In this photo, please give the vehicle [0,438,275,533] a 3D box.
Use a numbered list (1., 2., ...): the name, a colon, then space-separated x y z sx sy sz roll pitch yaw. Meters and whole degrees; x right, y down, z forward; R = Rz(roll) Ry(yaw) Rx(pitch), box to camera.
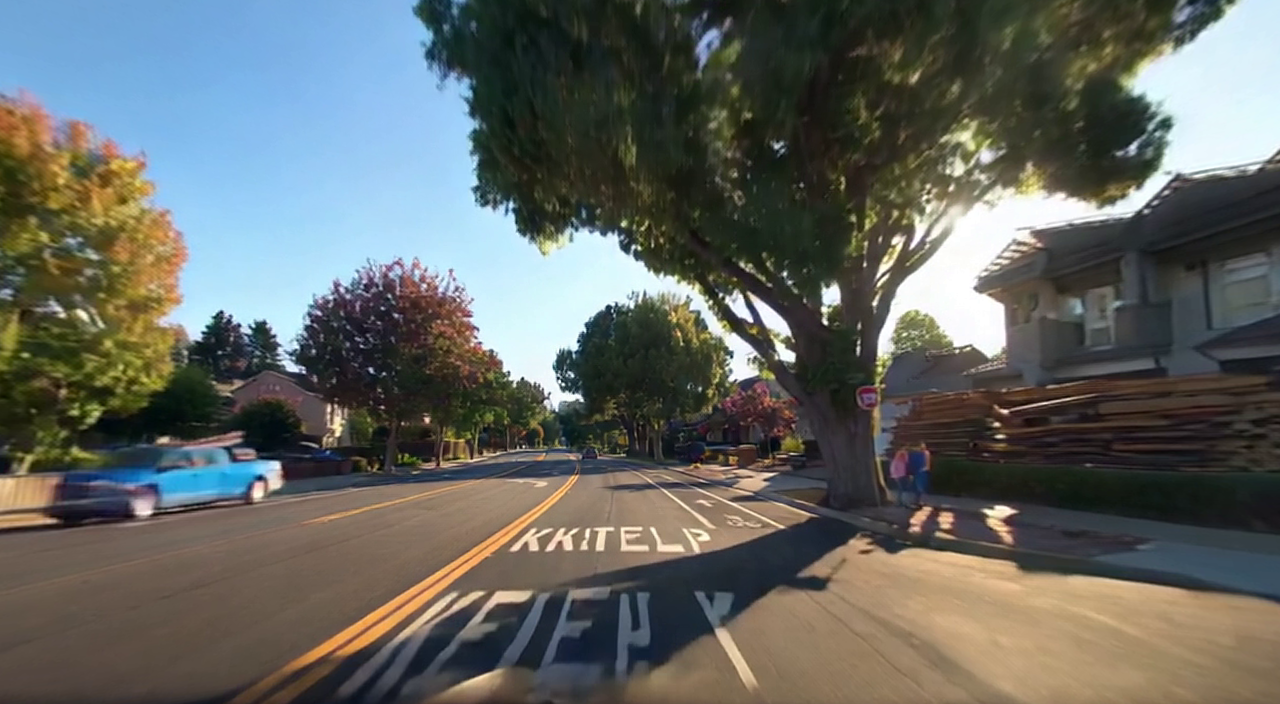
1. vehicle: -11.067 2.854 14.235 2.053 1.727 4.651 -2 -9 16
